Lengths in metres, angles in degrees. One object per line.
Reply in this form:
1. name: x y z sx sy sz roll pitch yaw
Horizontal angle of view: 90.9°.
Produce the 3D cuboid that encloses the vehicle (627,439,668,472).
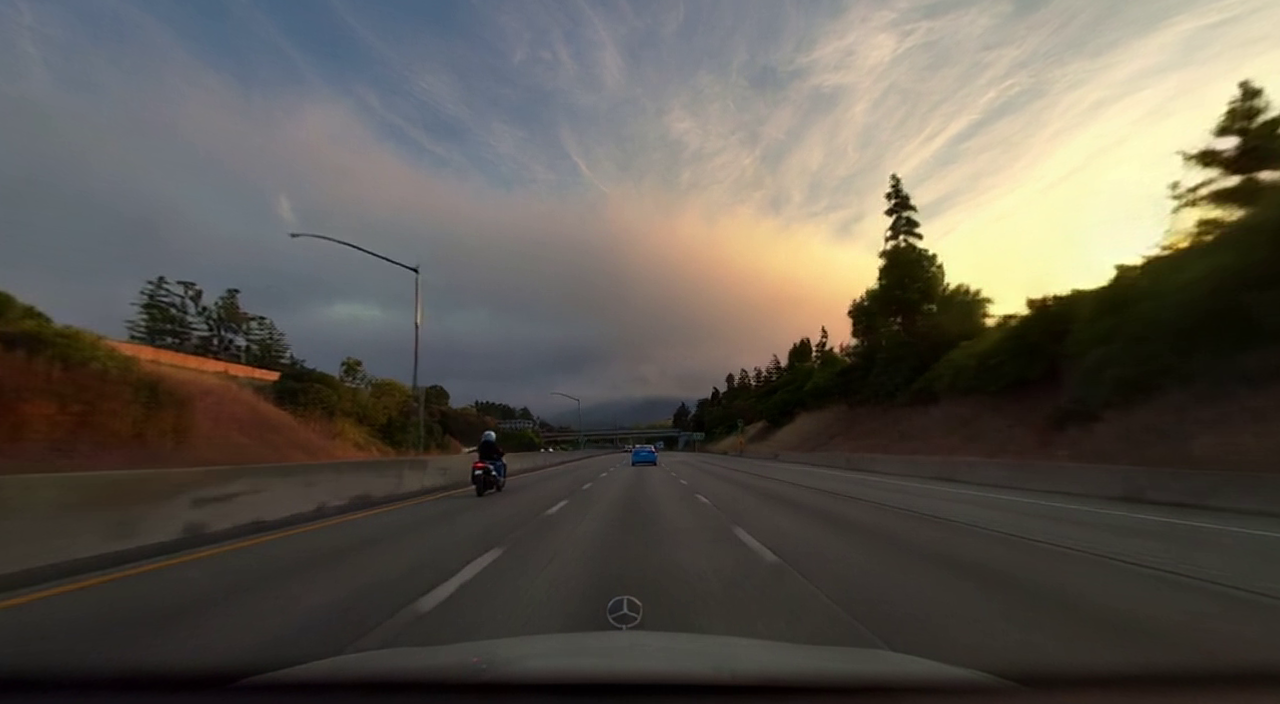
1. vehicle: 0.437 6.098 37.137 2.247 1.825 4.036 0 -9 0
